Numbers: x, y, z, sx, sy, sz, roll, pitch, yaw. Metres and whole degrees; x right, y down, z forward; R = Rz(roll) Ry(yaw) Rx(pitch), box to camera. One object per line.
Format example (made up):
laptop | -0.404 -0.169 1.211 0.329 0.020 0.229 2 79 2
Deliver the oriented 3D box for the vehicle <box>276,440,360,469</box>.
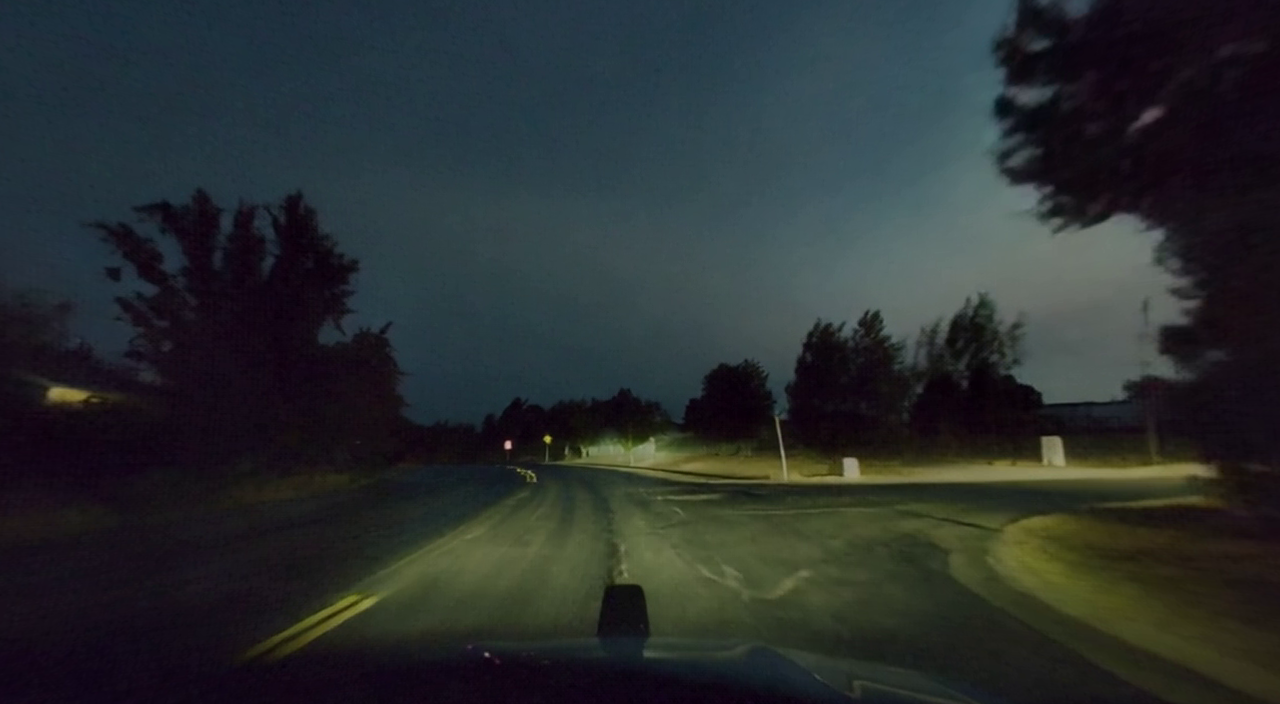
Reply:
vehicle | -21.644 6.891 42.407 4.562 1.857 2.129 -2 -9 11
